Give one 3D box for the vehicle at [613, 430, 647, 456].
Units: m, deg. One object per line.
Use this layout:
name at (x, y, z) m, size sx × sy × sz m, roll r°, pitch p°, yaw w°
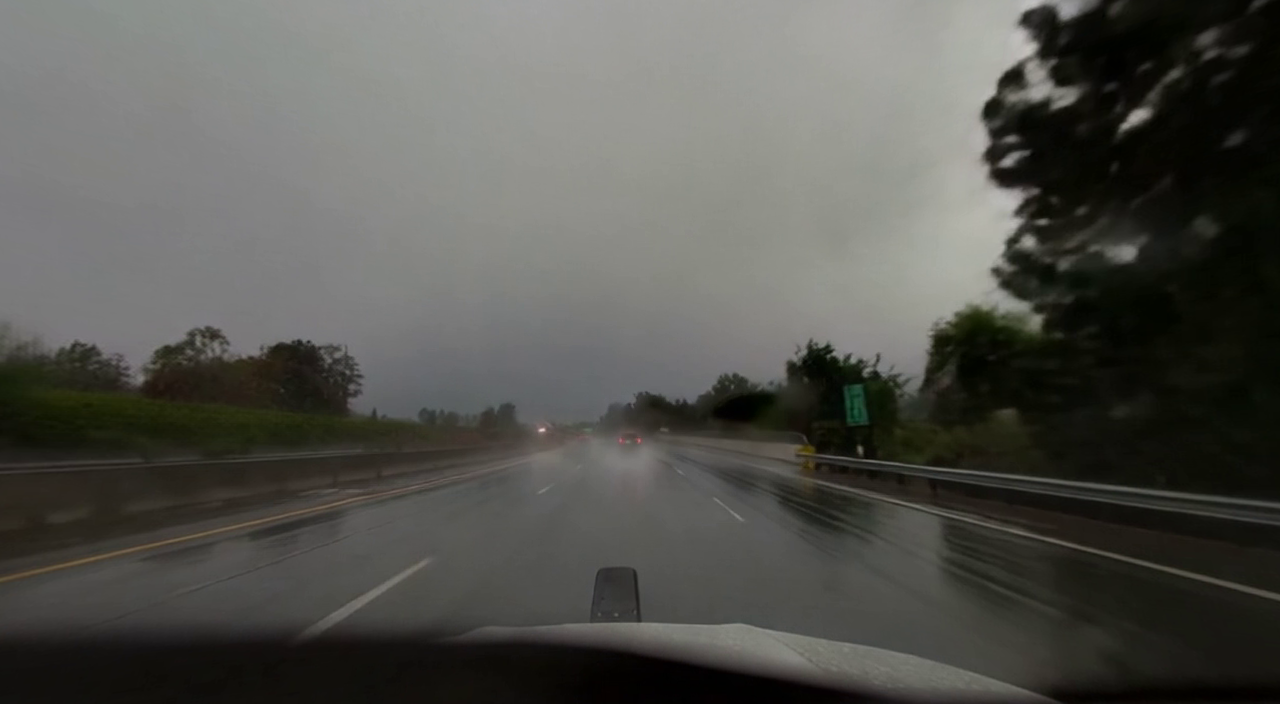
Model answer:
vehicle at (-0.684, 5.831, 40.509) m, size 2.041 × 1.618 × 3.898 m, roll 0°, pitch -8°, yaw -2°
